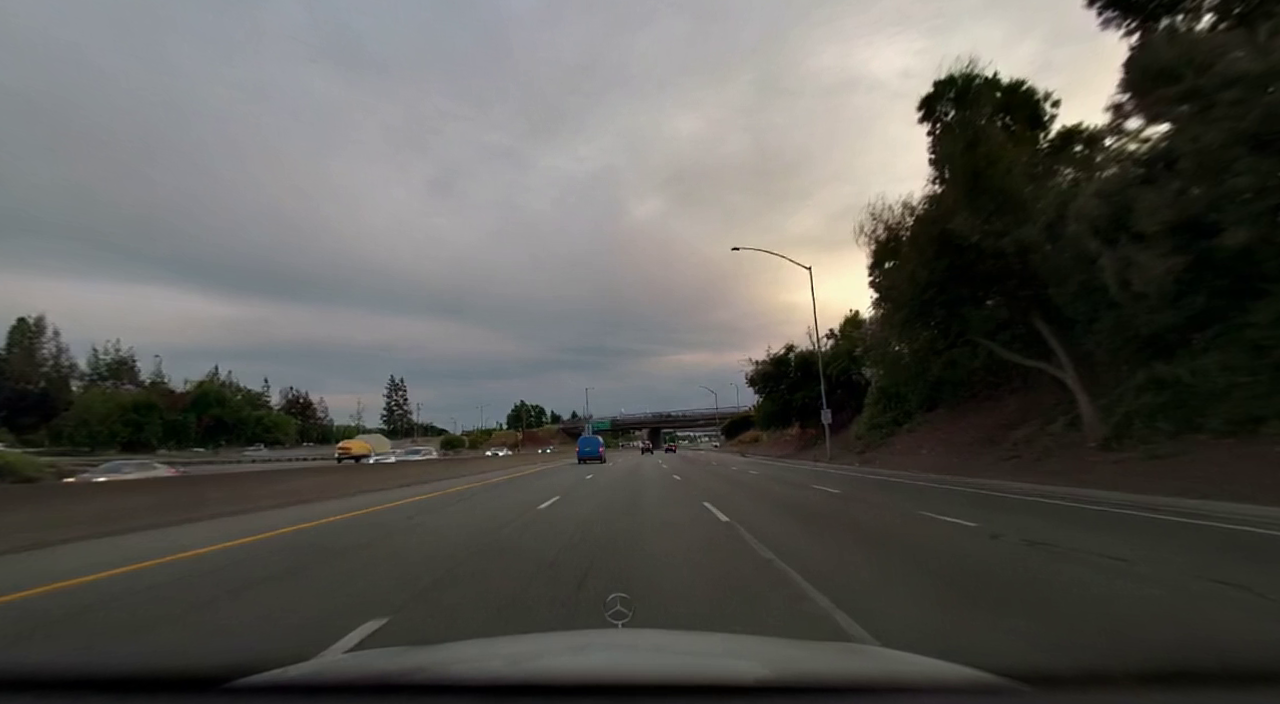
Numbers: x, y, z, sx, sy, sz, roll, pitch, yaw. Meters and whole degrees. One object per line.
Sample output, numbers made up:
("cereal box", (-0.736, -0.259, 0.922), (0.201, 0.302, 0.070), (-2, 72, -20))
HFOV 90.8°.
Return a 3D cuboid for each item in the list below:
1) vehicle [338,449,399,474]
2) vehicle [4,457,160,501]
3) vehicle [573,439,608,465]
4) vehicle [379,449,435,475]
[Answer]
("vehicle", (-17.630, 7.112, 41.295), (1.879, 1.478, 4.518), (0, -8, 2))
("vehicle", (-21.801, 4.939, 24.990), (1.825, 1.456, 4.658), (0, -8, 2))
("vehicle", (-3.459, 7.105, 45.002), (2.031, 1.704, 4.435), (0, -8, 2))
("vehicle", (-13.655, 6.454, 37.234), (1.778, 1.420, 3.595), (0, -8, 2))
